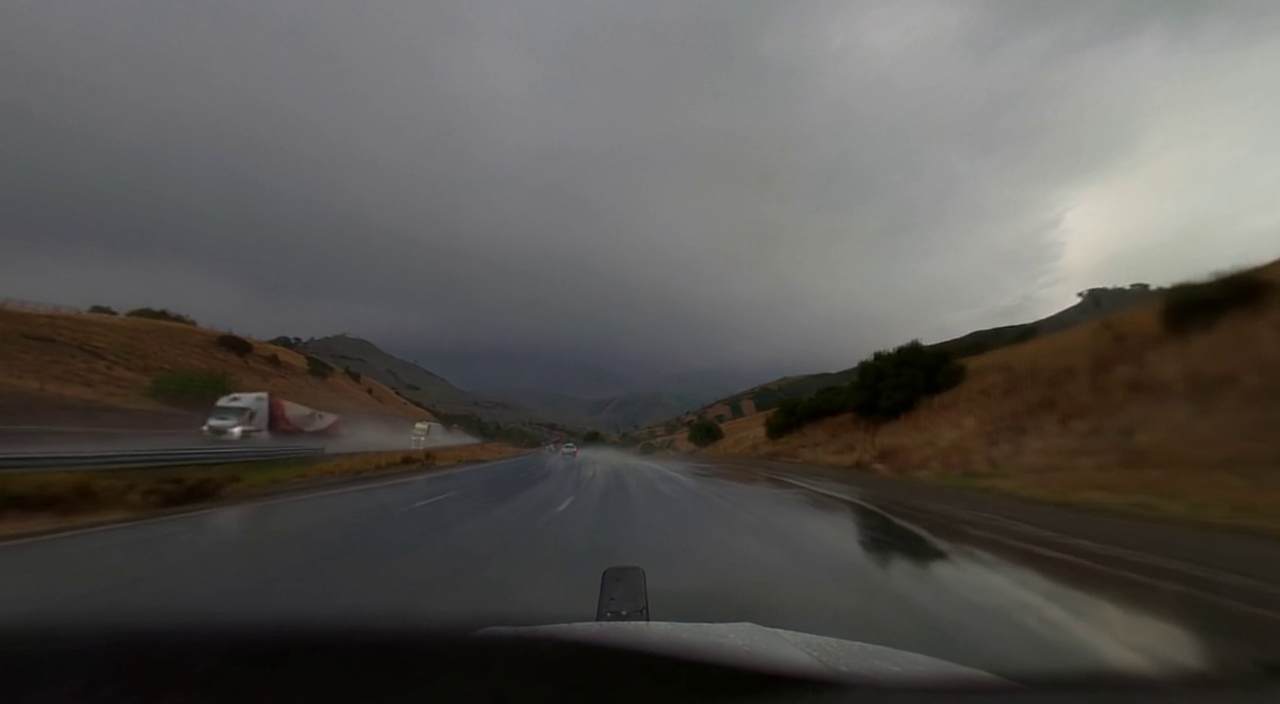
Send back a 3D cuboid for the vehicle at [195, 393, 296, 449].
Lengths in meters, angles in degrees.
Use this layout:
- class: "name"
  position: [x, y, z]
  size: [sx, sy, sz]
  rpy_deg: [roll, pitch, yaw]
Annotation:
- class: "vehicle"
  position: [-29.607, 5.367, 47.838]
  size: [2.973, 3.863, 8.434]
  rpy_deg: [1, -8, -7]
